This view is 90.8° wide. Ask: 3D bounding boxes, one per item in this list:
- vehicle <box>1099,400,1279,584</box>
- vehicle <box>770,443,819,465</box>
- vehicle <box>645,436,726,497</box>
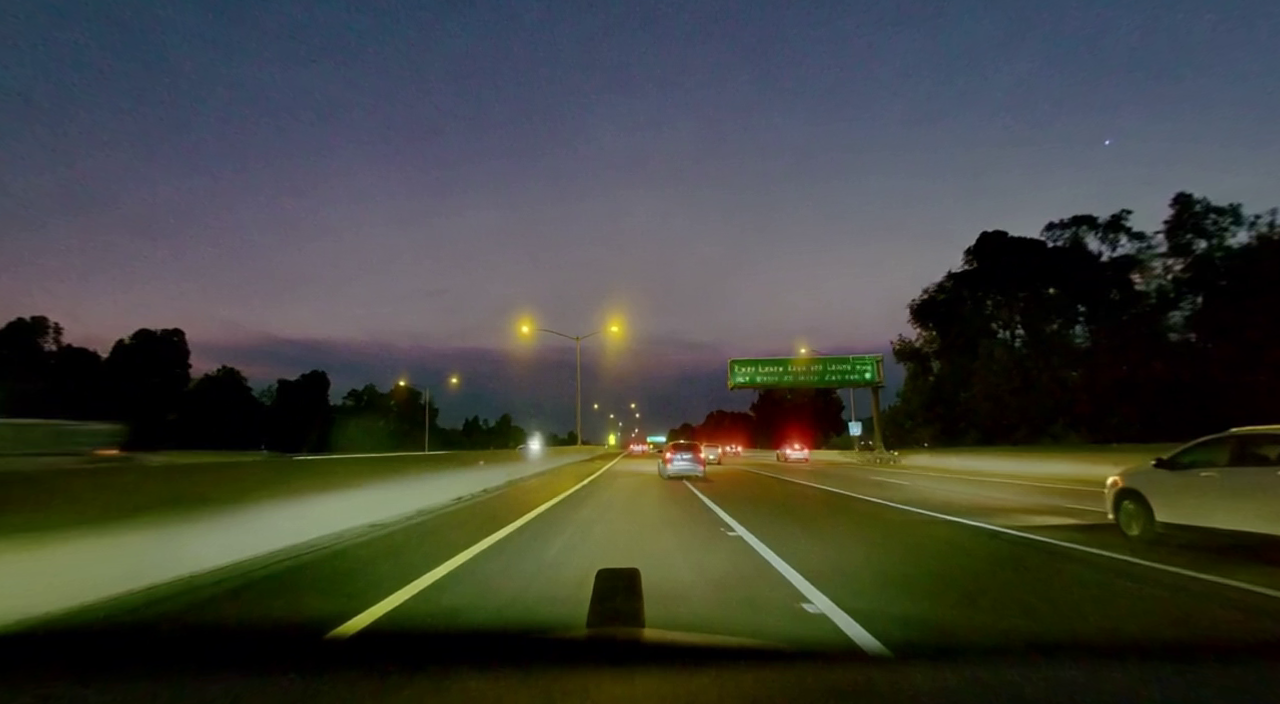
[{"bbox_3d":[6.907,1.273,5.731,2.027,1.679,4.543,0,-9,0],"label":"vehicle"},{"bbox_3d":[10.751,7.095,44.242,2.087,1.442,4.834,0,-9,-1],"label":"vehicle"},{"bbox_3d":[1.226,3.345,18.954,1.864,1.566,4.446,0,-8,-3],"label":"vehicle"}]
